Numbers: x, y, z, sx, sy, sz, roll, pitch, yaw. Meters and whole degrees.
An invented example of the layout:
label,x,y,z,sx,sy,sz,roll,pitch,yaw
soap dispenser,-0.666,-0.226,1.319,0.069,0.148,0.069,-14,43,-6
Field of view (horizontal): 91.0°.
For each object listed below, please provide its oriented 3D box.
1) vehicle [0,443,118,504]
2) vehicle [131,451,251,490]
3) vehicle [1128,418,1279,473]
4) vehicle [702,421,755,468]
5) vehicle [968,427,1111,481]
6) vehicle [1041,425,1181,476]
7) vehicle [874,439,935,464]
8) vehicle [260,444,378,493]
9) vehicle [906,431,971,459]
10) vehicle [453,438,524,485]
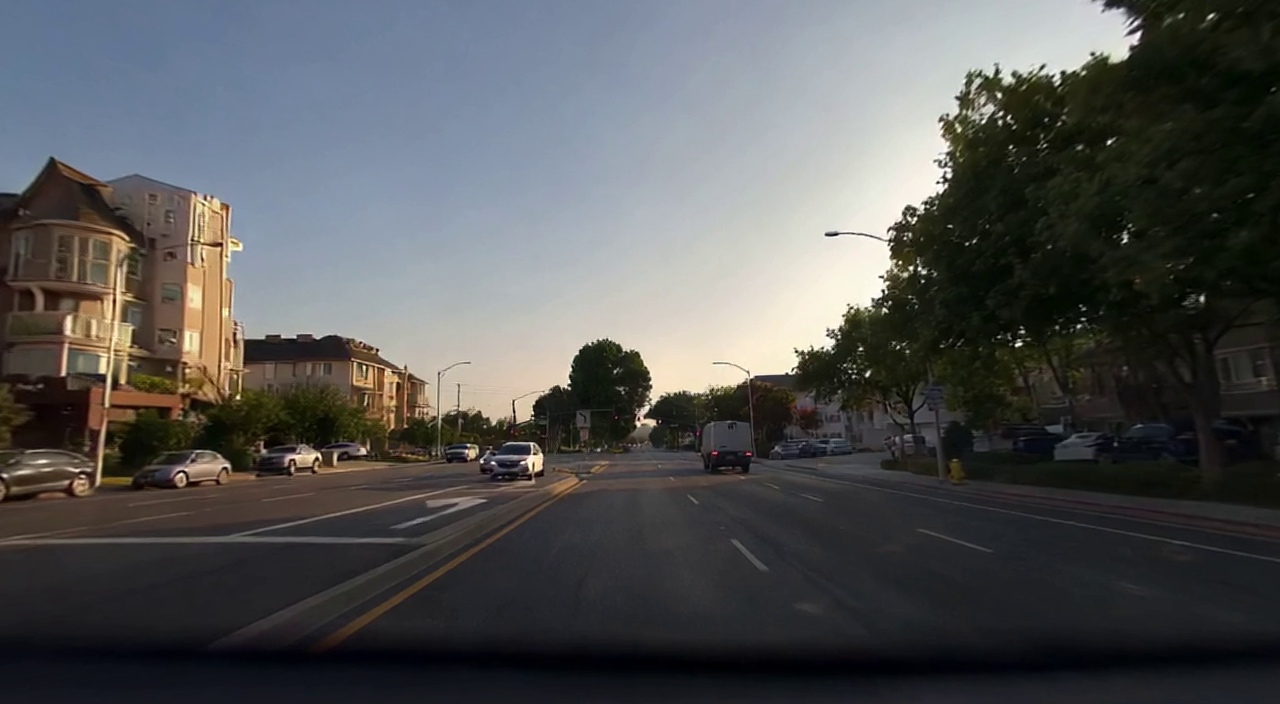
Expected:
label,x,y,z,sx,sy,sz,roll,pitch,yaw
vehicle,-18.833,3.611,19.047,2.009,1.692,4.708,0,-9,0
vehicle,-18.991,4.999,26.927,1.867,1.475,4.369,0,-9,1
vehicle,20.175,3.299,22.397,2.020,1.727,4.526,-1,-8,1
vehicle,6.564,7.045,47.814,2.802,3.208,7.459,1,-9,-2
vehicle,14.575,3.751,23.389,2.158,1.736,4.713,-2,-8,0
vehicle,17.122,3.623,23.214,1.931,1.699,4.307,0,-9,3
vehicle,17.713,6.636,42.402,1.957,1.501,4.308,-2,-8,-3
vehicle,-11.298,4.097,22.537,1.961,1.559,4.269,0,-9,0
vehicle,20.218,6.342,42.899,2.012,1.709,4.574,-1,-9,-2
vehicle,-5.827,4.259,24.779,2.002,1.635,4.271,1,-9,-4
